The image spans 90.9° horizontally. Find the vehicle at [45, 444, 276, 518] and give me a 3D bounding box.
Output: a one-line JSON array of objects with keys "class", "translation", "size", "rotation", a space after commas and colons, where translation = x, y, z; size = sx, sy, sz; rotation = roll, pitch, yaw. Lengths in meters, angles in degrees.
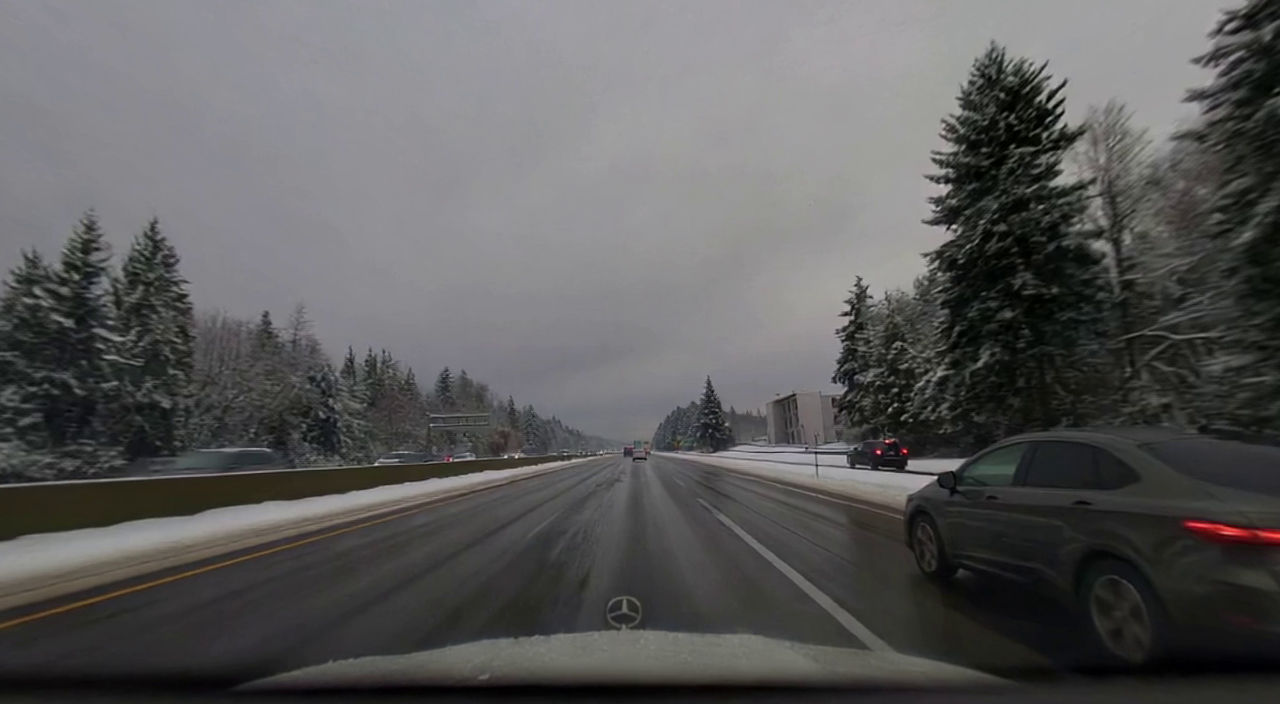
[{"class": "vehicle", "translation": [-10.856, 2.924, 14.814], "size": [1.910, 1.457, 4.452], "rotation": [0, -9, 0]}]

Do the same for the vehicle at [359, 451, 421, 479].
[{"class": "vehicle", "translation": [-15.619, 7.029, 39.605], "size": [1.896, 1.625, 4.723], "rotation": [0, -9, 1]}]

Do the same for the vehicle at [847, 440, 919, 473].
[{"class": "vehicle", "translation": [12.673, 5.463, 33.159], "size": [2.163, 1.596, 3.997], "rotation": [0, -9, -1]}]

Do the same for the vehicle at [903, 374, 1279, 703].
[{"class": "vehicle", "translation": [3.777, 1.190, 4.528], "size": [1.930, 1.628, 4.099], "rotation": [0, -9, -1]}]
